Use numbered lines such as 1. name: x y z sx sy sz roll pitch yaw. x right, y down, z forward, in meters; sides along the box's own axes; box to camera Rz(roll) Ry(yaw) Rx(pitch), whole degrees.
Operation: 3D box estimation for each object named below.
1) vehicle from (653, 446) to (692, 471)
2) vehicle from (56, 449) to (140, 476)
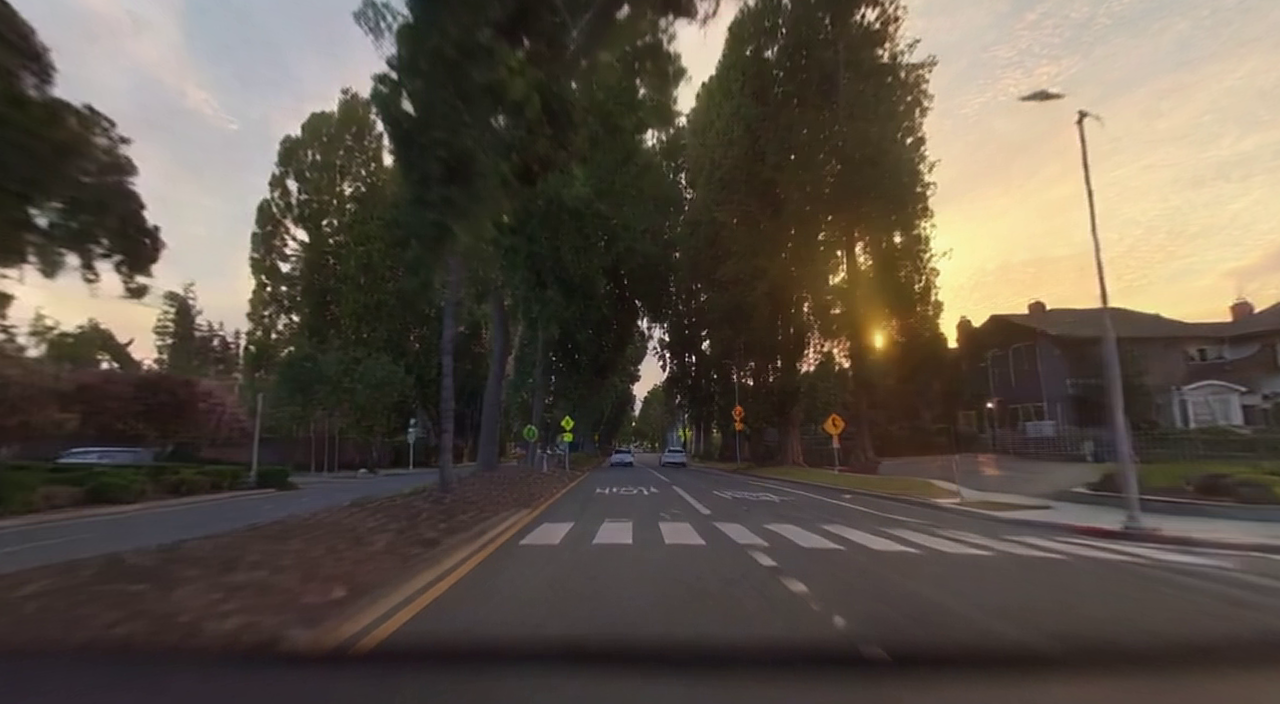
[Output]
1. vehicle: 2.027 6.790 40.565 2.142 1.501 4.273 0 -9 -2
2. vehicle: -38.714 7.862 45.204 4.112 1.776 1.968 -1 -8 0
